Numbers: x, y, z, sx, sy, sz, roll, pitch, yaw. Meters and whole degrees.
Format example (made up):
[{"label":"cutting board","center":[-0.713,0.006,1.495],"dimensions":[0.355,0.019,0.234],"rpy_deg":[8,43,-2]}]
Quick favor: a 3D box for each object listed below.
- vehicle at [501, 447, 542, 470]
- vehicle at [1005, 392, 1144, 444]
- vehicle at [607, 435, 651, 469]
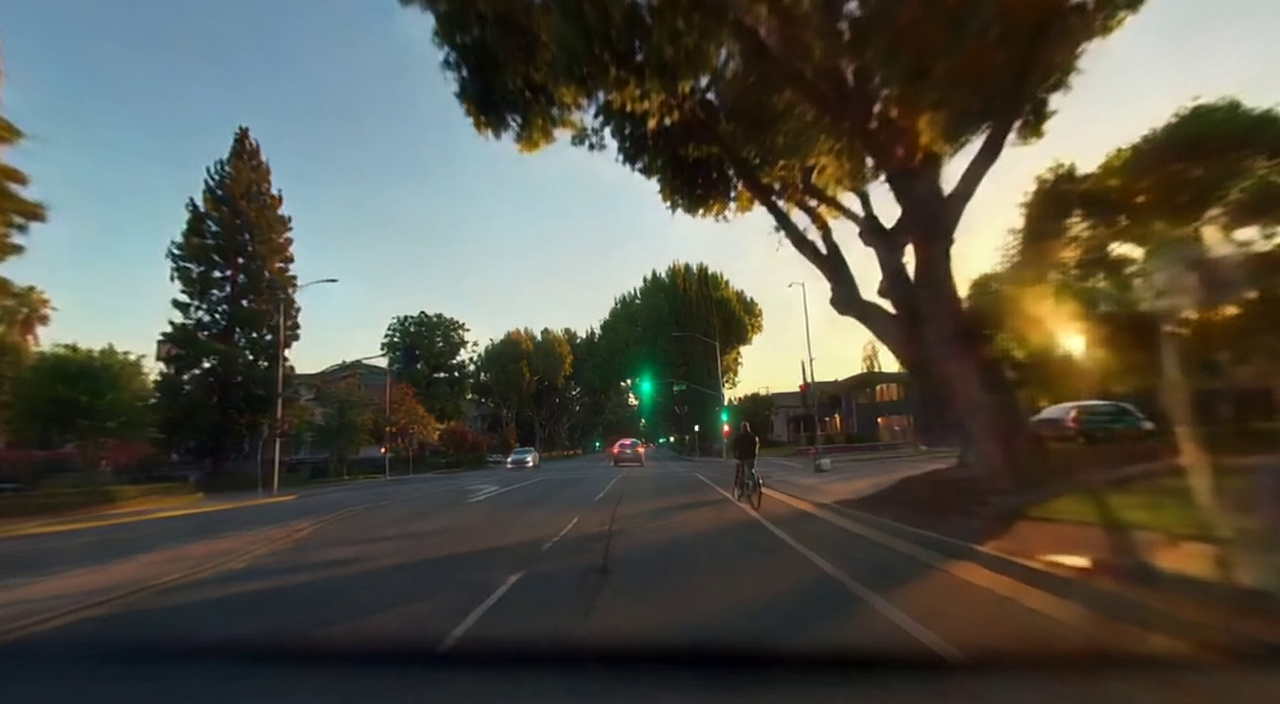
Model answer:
[{"label":"vehicle","center":[-8.596,7.723,46.089],"dimensions":[2.036,1.593,4.367],"rpy_deg":[-1,-8,2]},{"label":"vehicle","center":[15.826,2.525,23.410],"dimensions":[1.982,1.705,4.677],"rpy_deg":[-1,-8,3]},{"label":"vehicle","center":[-0.576,5.739,36.392],"dimensions":[2.215,1.799,4.426],"rpy_deg":[-1,-8,3]}]
